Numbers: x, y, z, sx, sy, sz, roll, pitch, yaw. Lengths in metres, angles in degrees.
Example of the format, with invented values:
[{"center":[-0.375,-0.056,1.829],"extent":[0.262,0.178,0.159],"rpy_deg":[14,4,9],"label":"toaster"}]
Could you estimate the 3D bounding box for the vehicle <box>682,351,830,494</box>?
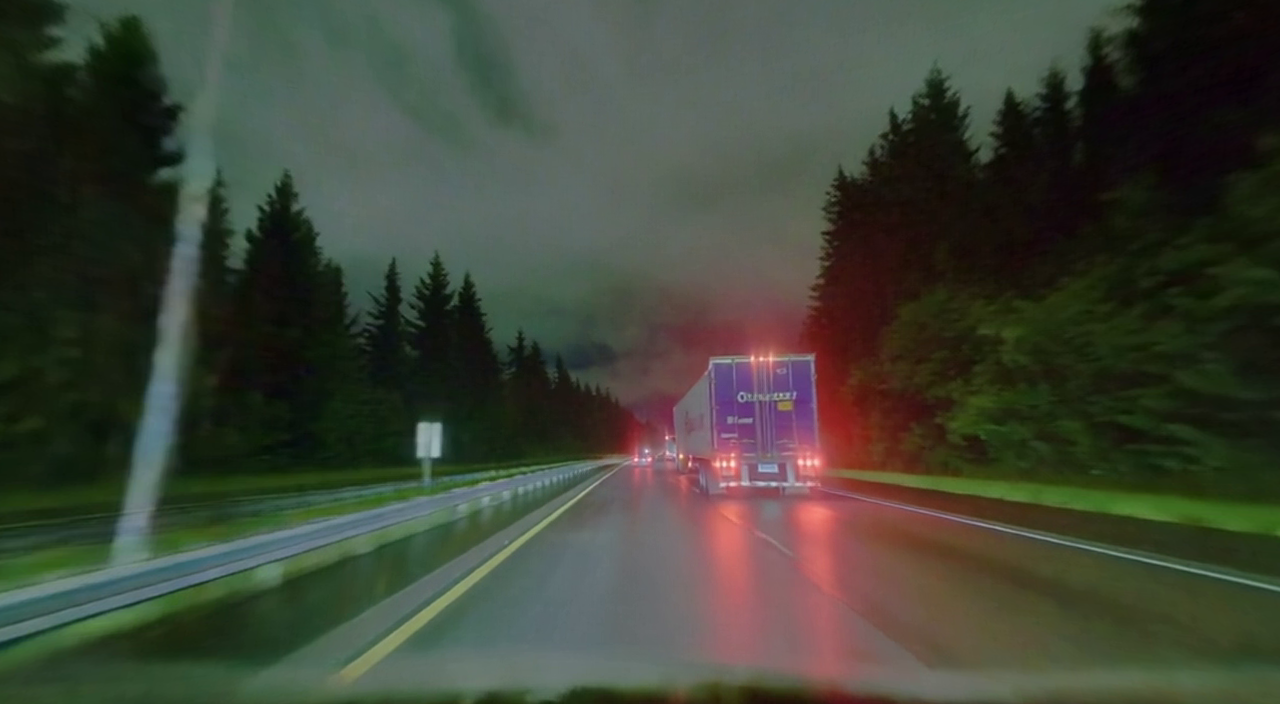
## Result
[{"center":[3.721,2.879,23.906],"extent":[3.440,4.090,11.380],"rpy_deg":[0,-9,0],"label":"vehicle"}]
